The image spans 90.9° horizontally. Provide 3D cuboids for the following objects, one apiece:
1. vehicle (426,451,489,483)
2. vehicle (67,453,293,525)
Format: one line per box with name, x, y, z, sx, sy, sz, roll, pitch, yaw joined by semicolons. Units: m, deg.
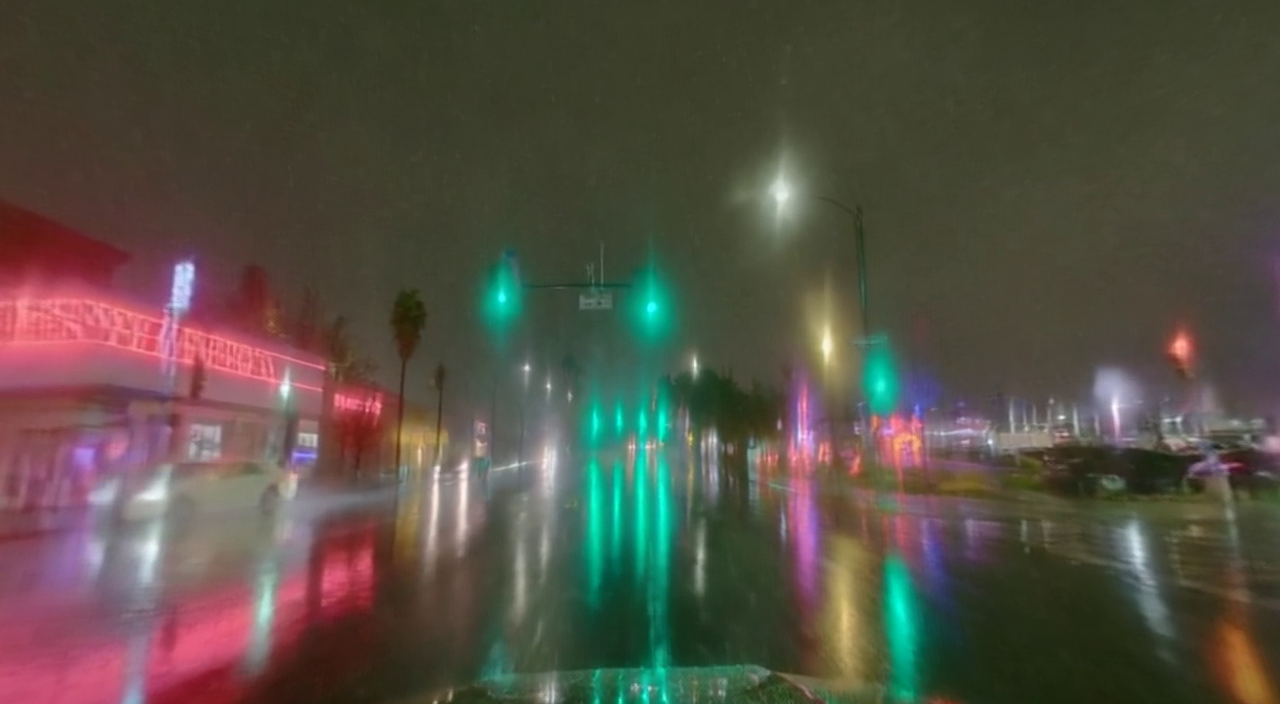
vehicle;-9.172;5.770;31.999;1.913;1.457;4.048;0;-8;1
vehicle;-11.760;3.459;16.539;1.919;1.518;4.360;-3;-9;20
